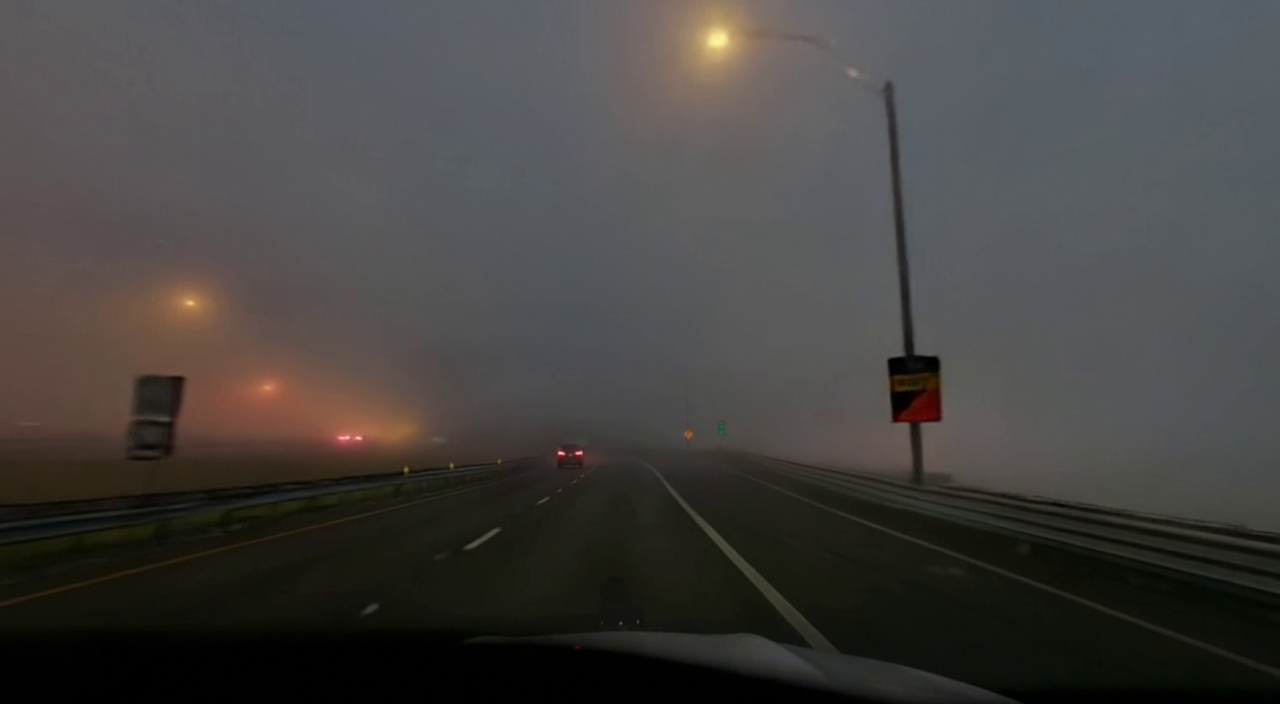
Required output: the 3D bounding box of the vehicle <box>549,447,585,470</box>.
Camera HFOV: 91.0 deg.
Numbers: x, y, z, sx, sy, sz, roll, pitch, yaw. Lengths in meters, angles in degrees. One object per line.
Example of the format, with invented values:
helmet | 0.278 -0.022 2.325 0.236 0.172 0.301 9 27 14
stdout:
vehicle | -5.198 7.660 45.462 2.234 1.588 4.484 1 -9 -3
